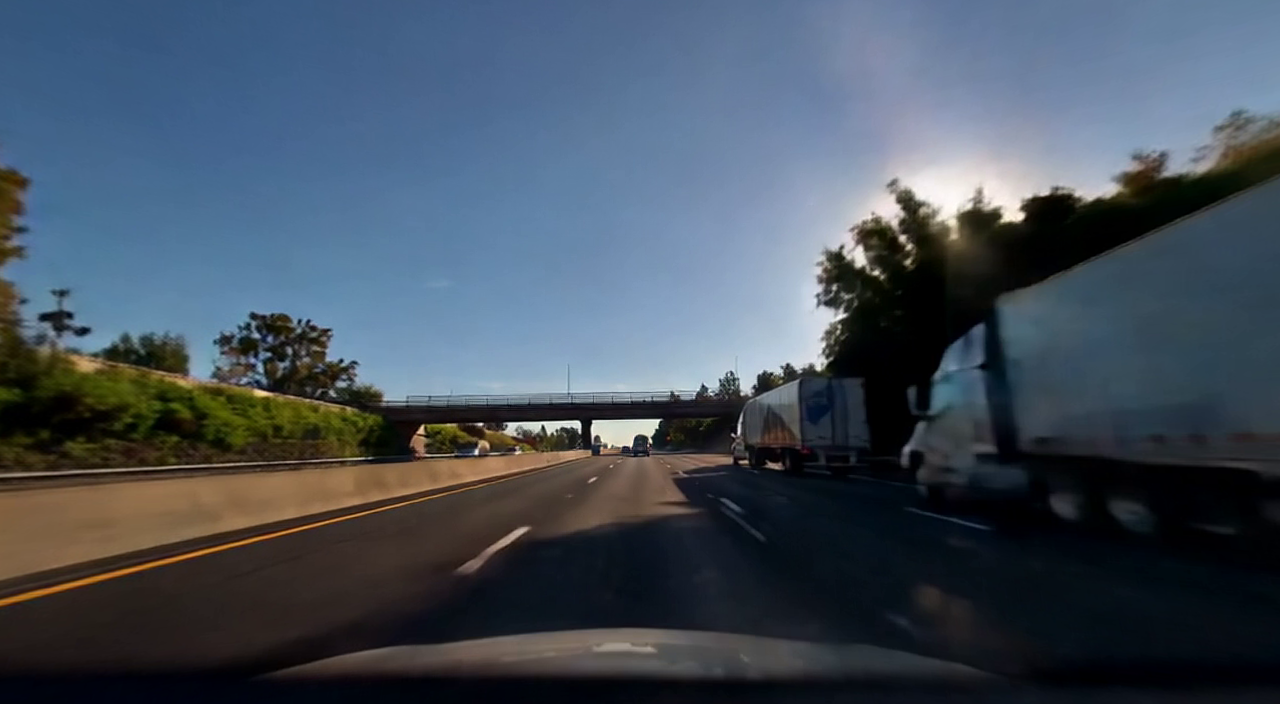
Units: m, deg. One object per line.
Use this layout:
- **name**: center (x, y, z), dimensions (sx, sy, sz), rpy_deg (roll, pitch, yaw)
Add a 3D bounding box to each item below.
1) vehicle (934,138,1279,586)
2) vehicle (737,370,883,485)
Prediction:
- **vehicle**: center (7.341, 0.000, 5.230), dimensions (2.906, 4.070, 14.134), rpy_deg (0, -9, 0)
- **vehicle**: center (7.220, 3.841, 30.111), dimensions (2.937, 4.105, 14.800), rpy_deg (0, -9, 0)
